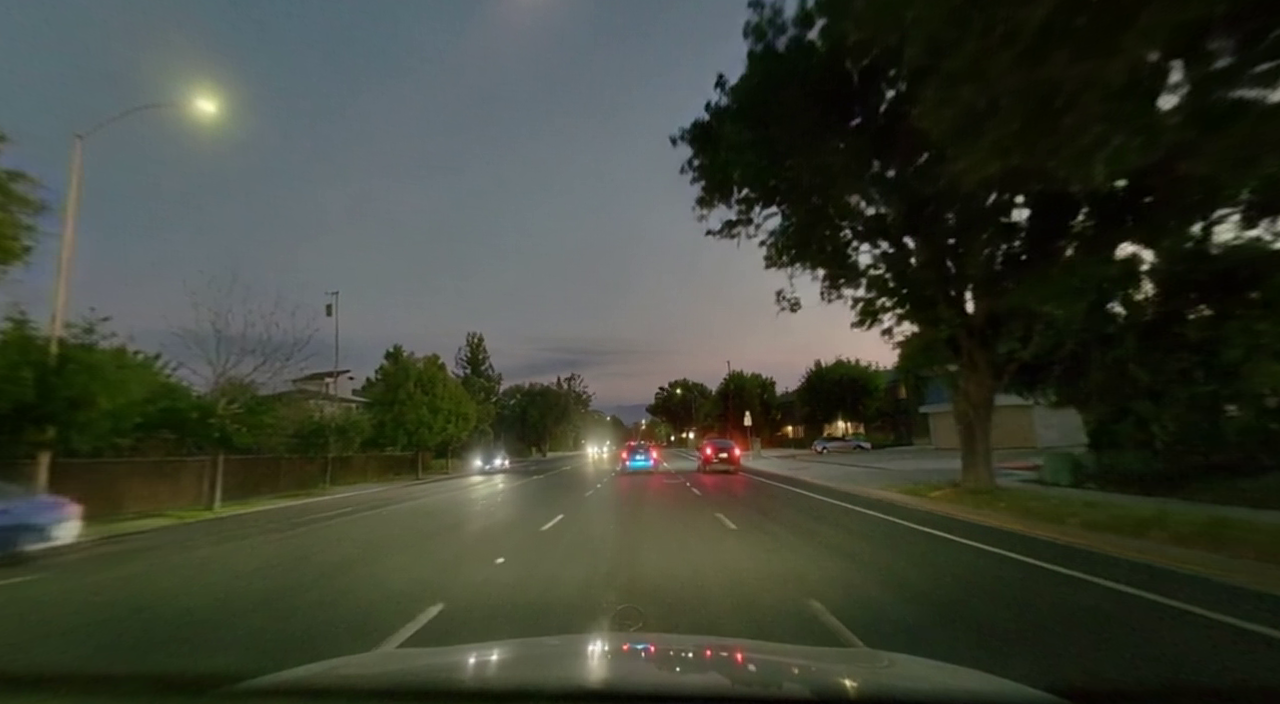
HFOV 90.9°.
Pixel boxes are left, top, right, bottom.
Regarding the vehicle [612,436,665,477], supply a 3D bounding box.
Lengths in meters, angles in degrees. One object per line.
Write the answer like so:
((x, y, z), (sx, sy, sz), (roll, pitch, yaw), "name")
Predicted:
((-0.079, 4.618, 28.086), (2.200, 1.653, 4.127), (0, -8, 0), "vehicle")

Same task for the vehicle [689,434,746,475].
((3.490, 4.697, 29.140), (2.024, 1.711, 4.512), (0, -8, -1), "vehicle")

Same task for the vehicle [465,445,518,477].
((-9.369, 6.911, 40.156), (2.101, 1.703, 4.481), (-6, -8, 1), "vehicle")

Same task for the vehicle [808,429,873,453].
((15.439, 6.900, 48.683), (4.378, 1.754, 2.007), (1, -9, 1), "vehicle")
